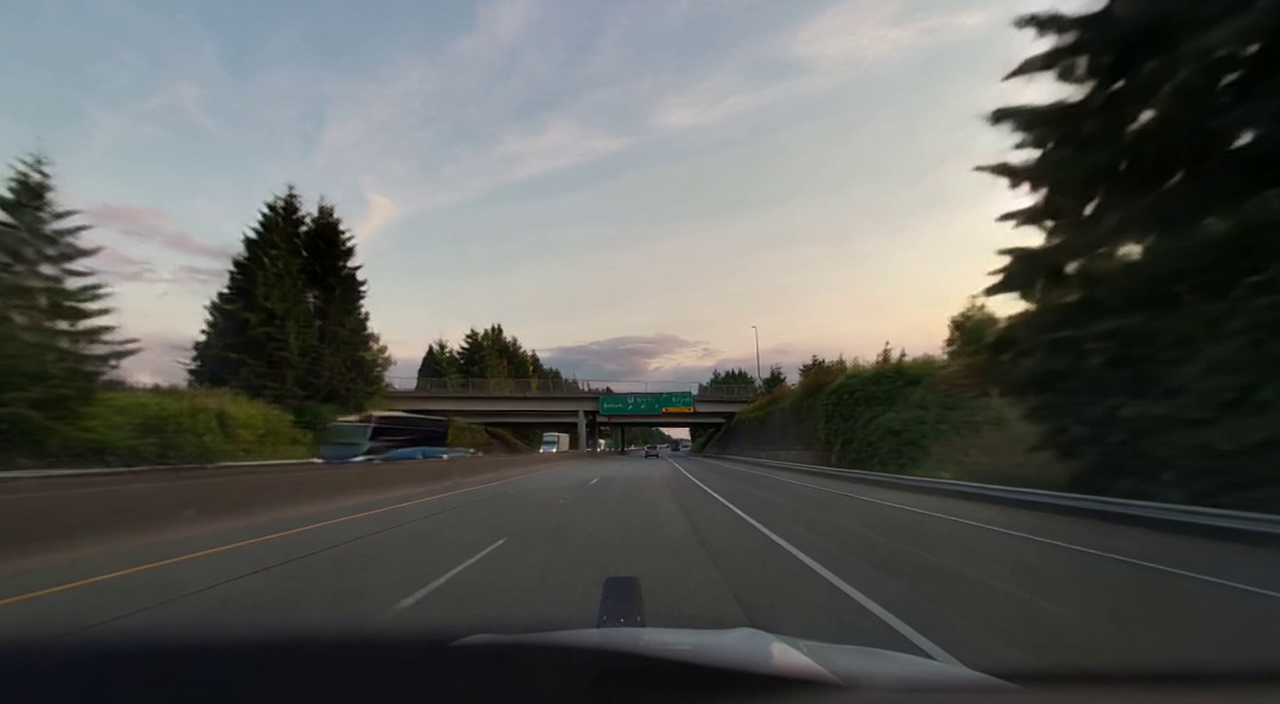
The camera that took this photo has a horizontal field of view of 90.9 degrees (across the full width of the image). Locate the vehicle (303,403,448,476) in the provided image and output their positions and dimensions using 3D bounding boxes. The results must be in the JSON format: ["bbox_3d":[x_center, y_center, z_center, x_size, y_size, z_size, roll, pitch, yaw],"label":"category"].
[{"bbox_3d":[-16.684,5.869,41.740,2.886,3.974,14.639,0,-9,2],"label":"vehicle"}]

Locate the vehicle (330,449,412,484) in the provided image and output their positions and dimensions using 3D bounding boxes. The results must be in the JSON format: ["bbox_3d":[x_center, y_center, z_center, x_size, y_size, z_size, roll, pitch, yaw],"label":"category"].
[{"bbox_3d":[-12.488,5.301,29.574,1.800,1.470,4.577,0,-9,1],"label":"vehicle"}]
